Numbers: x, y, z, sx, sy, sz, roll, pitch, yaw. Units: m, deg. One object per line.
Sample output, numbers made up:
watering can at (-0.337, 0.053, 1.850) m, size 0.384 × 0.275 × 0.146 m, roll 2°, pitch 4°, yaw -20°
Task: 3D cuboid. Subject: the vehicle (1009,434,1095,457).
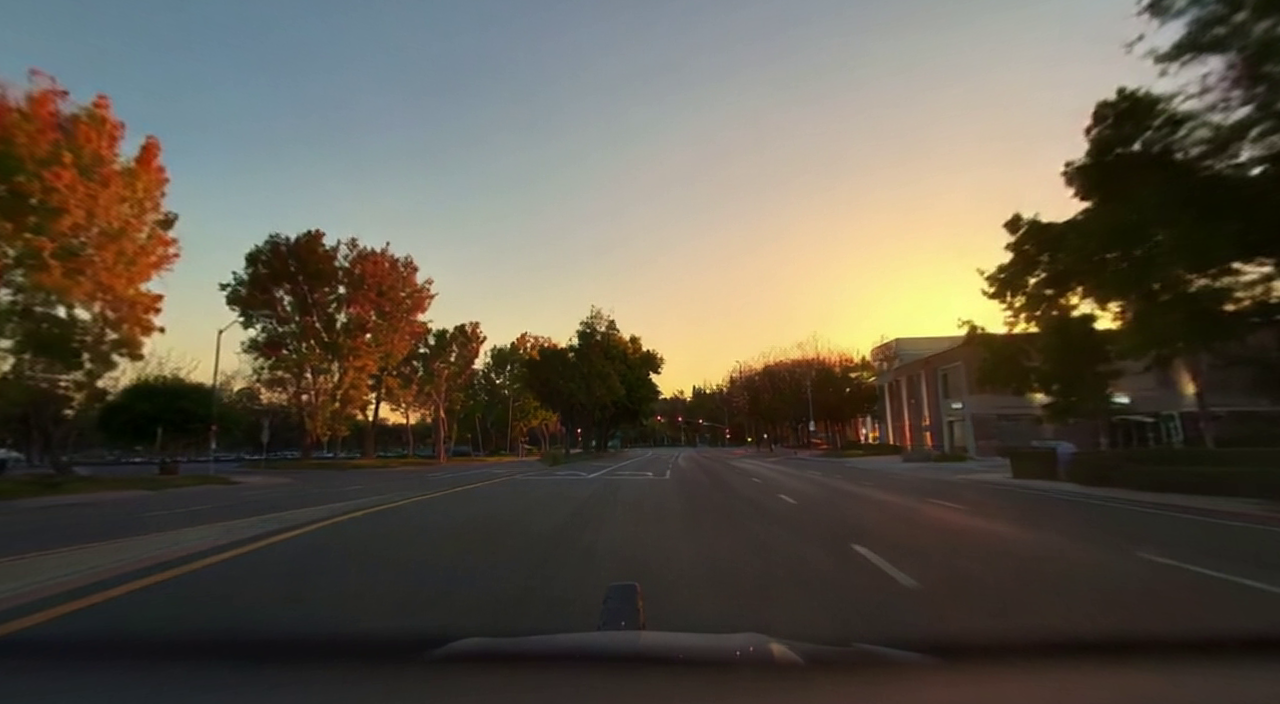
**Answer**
vehicle at (27.747, 6.312, 42.365) m, size 4.440 × 1.378 × 1.936 m, roll 0°, pitch -6°, yaw 5°
